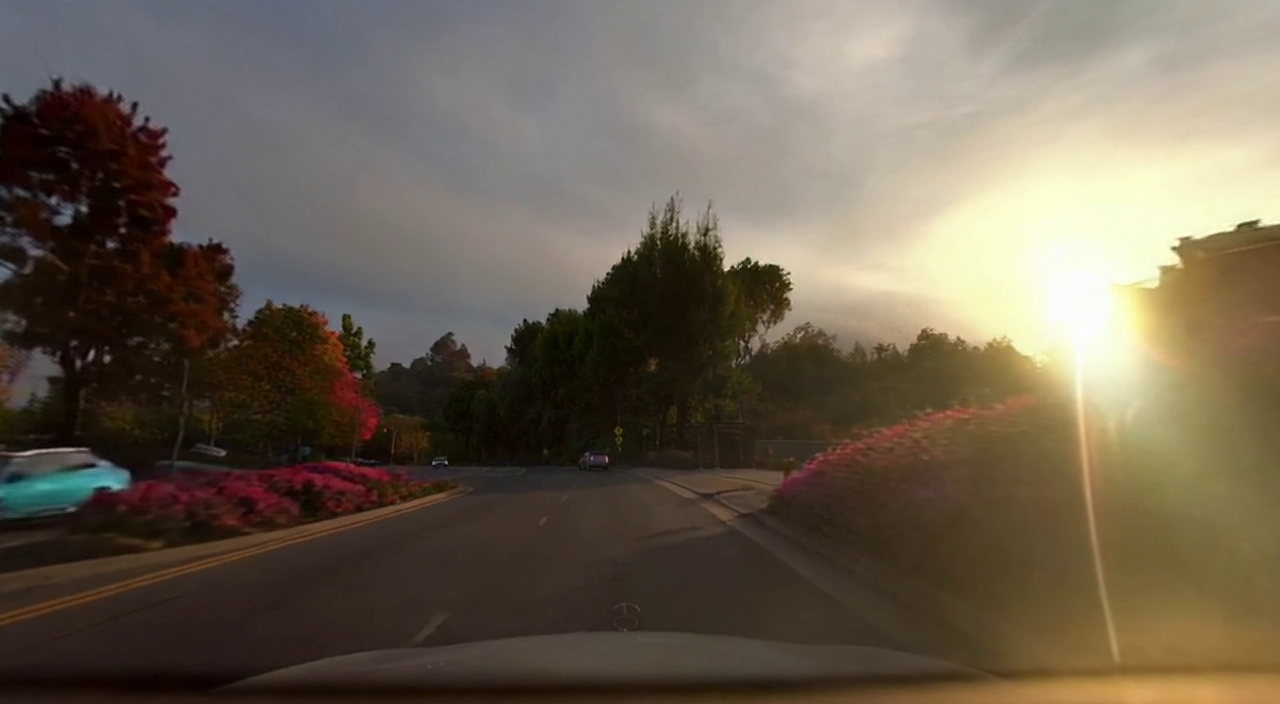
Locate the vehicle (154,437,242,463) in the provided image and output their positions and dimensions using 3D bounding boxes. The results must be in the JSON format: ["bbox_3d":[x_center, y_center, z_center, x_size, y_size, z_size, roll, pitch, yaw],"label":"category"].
[{"bbox_3d":[-30.452,6.729,43.527,4.816,1.696,2.323,-3,-9,16],"label":"vehicle"}]

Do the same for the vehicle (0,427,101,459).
[{"bbox_3d":[-33.237,5.128,35.393,4.506,1.654,2.239,-3,-9,13],"label":"vehicle"}]
